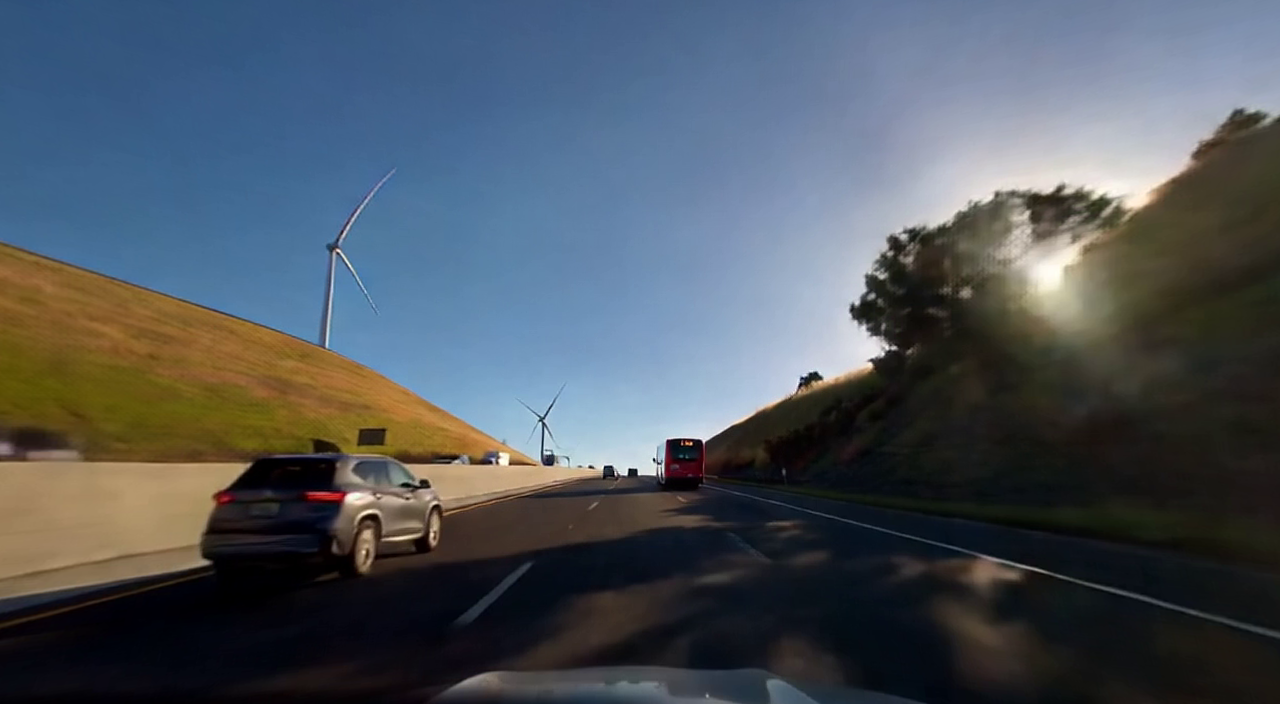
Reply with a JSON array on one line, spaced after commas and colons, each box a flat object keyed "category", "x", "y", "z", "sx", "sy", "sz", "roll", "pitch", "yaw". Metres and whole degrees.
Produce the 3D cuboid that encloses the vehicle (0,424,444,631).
[{"category": "vehicle", "x": -4.017, "y": 1.768, "z": 7.123, "sx": 2.213, "sy": 1.568, "sz": 4.274, "roll": 1, "pitch": -10, "yaw": 0}]
